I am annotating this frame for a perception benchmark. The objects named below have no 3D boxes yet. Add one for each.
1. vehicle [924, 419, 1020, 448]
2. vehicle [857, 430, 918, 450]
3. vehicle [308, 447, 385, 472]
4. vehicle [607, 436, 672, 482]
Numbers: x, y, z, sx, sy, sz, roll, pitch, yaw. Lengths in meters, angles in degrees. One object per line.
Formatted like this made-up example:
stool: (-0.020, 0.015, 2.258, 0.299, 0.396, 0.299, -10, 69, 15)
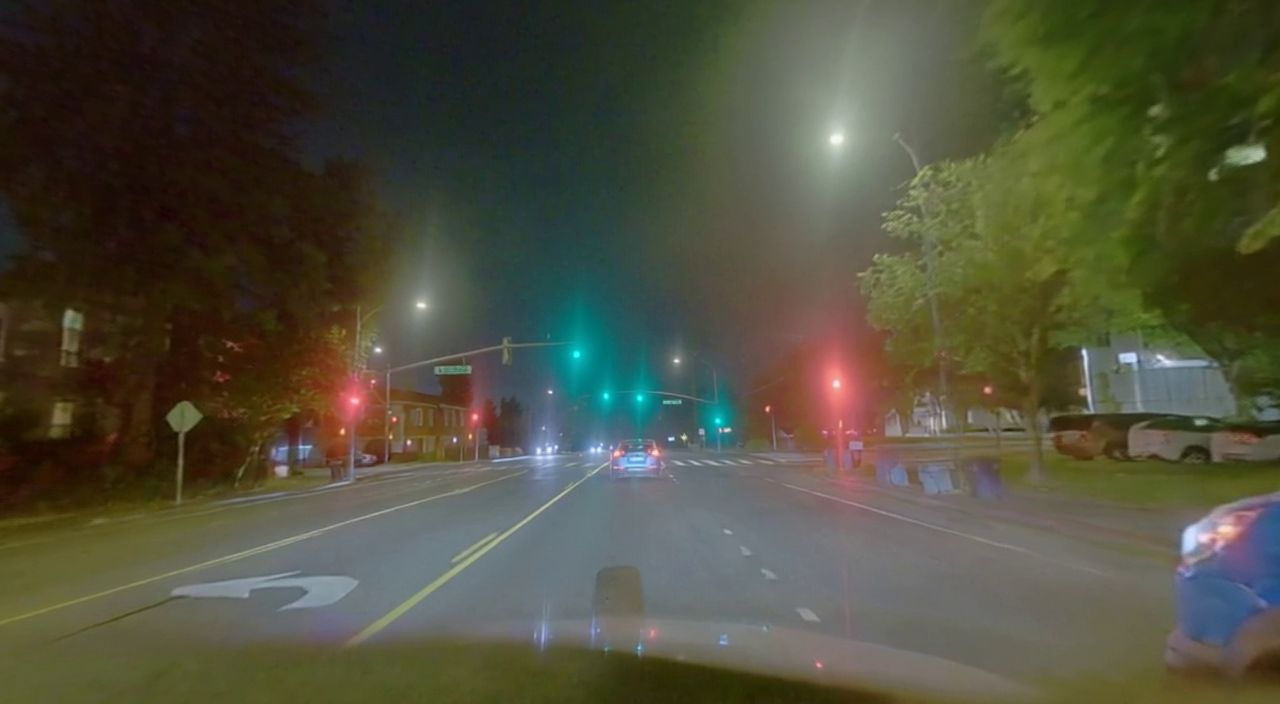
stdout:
vehicle: (25.410, 6.293, 48.516, 6.041, 1.900, 2.349, -1, -9, -6)
vehicle: (18.841, 6.743, 48.212, 3.949, 1.505, 1.766, 0, -9, 1)
vehicle: (-20.974, 7.714, 45.288, 4.588, 1.703, 1.879, 0, -9, 1)
vehicle: (-0.006, 3.753, 22.461, 2.104, 1.462, 3.991, 0, -9, 0)
